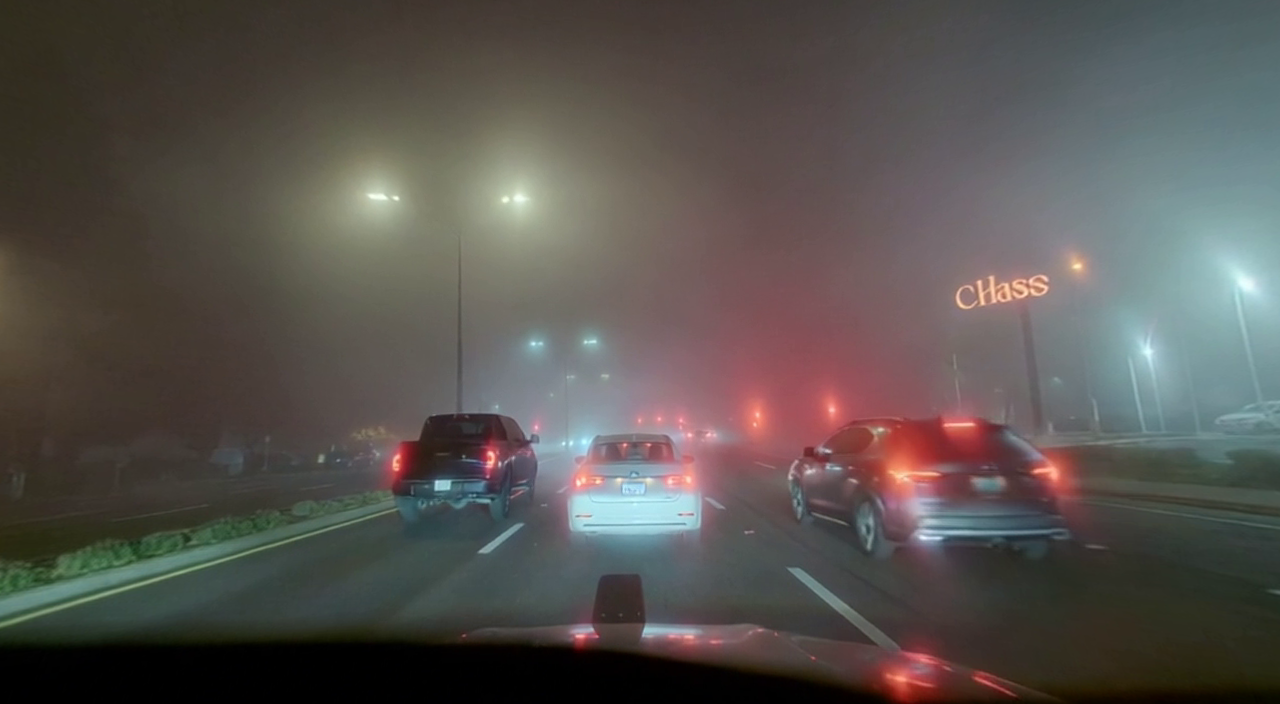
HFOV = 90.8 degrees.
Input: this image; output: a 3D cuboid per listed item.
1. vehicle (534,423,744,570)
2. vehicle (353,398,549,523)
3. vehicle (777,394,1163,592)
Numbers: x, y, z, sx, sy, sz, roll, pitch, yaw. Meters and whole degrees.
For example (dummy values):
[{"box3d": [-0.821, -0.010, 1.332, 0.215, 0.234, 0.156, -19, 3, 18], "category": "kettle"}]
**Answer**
[{"box3d": [-0.068, 1.759, 8.465, 2.126, 1.475, 3.967, 0, -8, -2], "category": "vehicle"}, {"box3d": [-3.433, 2.135, 12.950, 2.301, 1.985, 5.531, 0, -8, 0], "category": "vehicle"}, {"box3d": [3.333, 1.546, 7.828, 2.092, 1.658, 4.814, 0, -8, -1], "category": "vehicle"}]
